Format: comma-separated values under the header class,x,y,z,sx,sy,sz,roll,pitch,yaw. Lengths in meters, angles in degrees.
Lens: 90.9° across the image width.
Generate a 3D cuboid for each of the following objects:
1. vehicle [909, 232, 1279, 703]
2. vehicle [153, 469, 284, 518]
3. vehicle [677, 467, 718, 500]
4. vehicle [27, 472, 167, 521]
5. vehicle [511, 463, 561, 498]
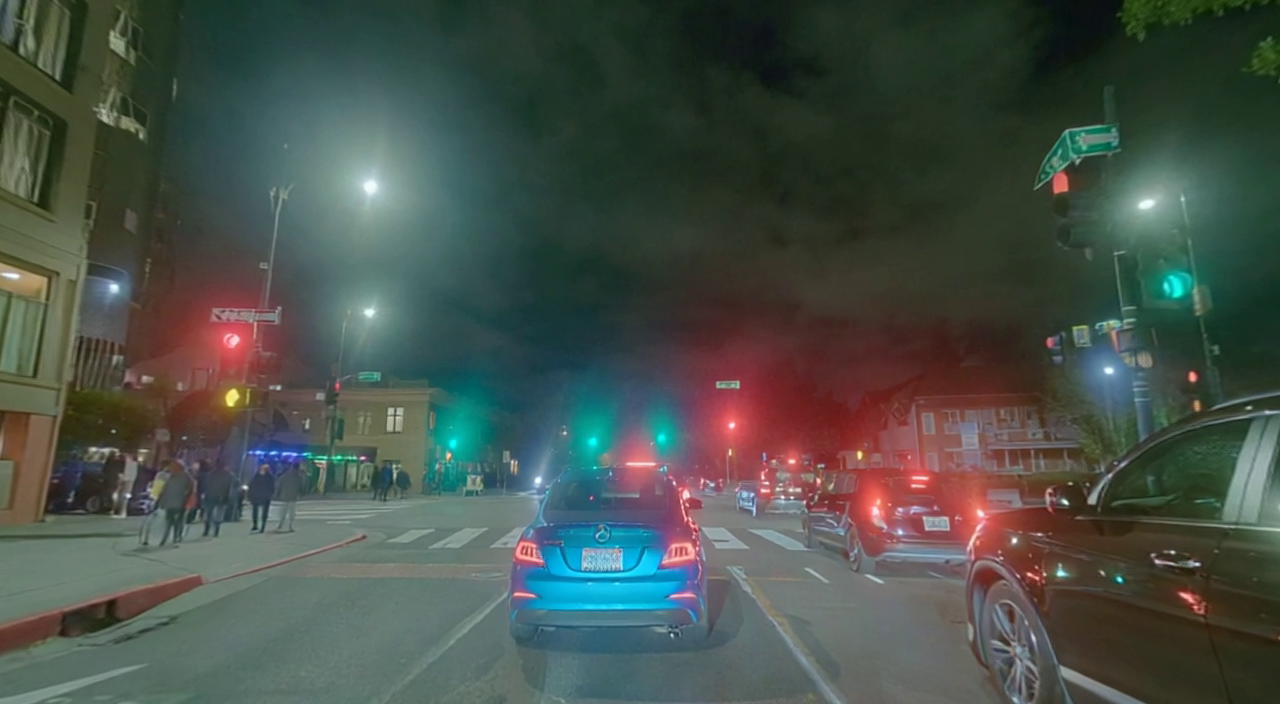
class,x,y,z,sx,sy,sz,roll,pitch,yaw
vehicle,3.202,0.547,1.228,2.632,1.979,6.096,0,-9,0
vehicle,-19.782,6.644,29.739,4.750,2.083,2.002,-1,-9,3
vehicle,3.473,8.034,38.857,1.908,1.741,4.066,0,-9,-3
vehicle,-25.490,6.778,29.735,4.588,2.048,2.110,0,-9,1
vehicle,-6.342,7.876,39.011,2.226,1.896,4.438,-1,-9,1
